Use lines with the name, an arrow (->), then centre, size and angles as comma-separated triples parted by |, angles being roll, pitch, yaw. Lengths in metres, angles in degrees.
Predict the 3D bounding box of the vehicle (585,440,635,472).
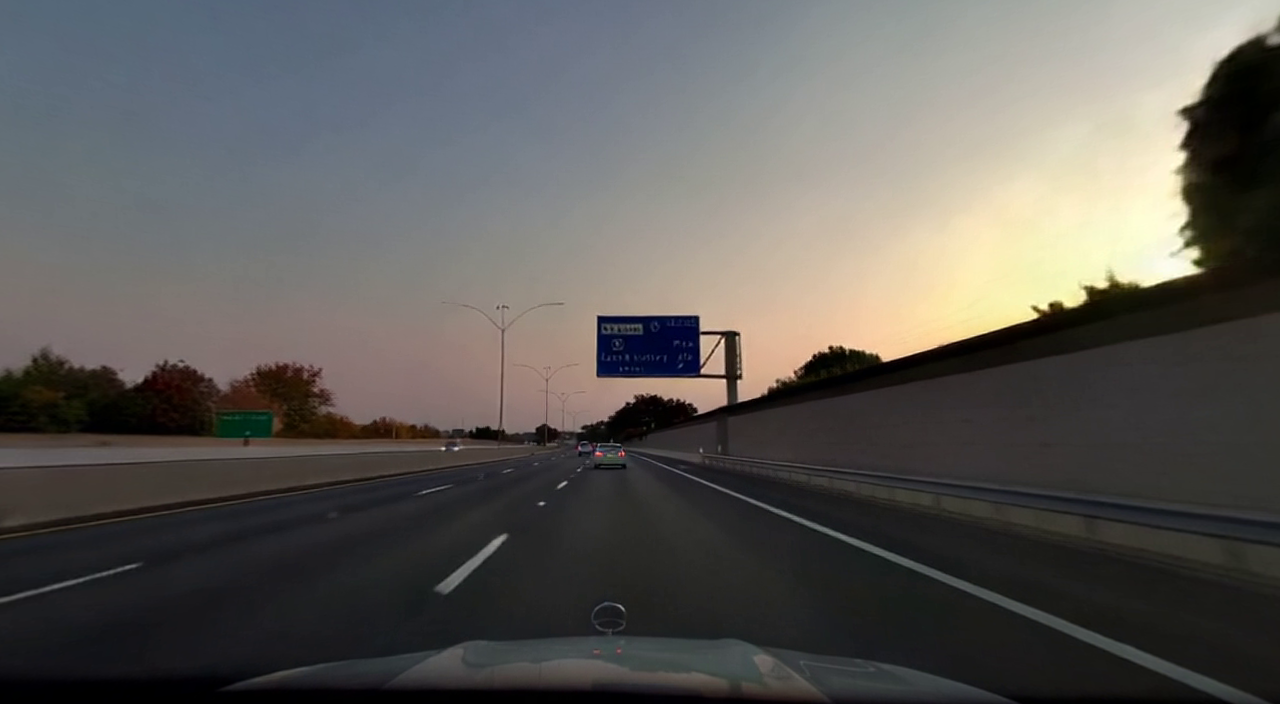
vehicle -> -1.451, 5.268, 31.832 | 2.055, 1.509, 4.255 | -1, -9, 4
